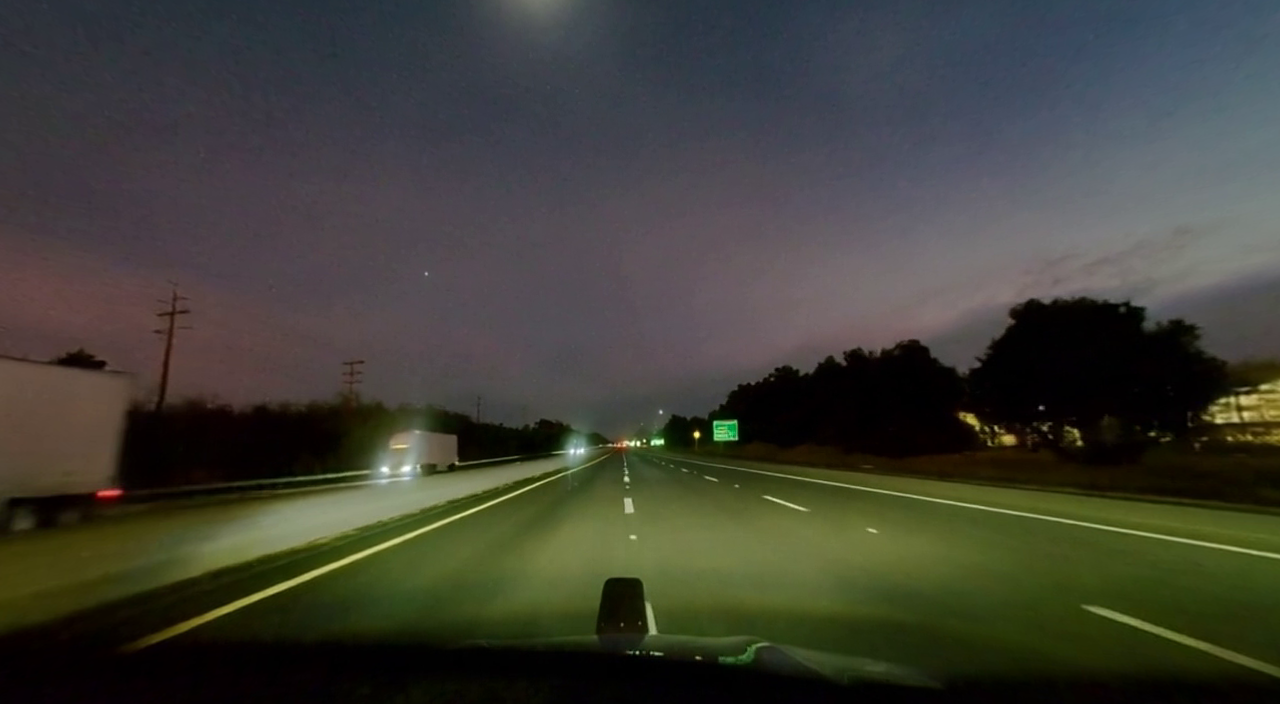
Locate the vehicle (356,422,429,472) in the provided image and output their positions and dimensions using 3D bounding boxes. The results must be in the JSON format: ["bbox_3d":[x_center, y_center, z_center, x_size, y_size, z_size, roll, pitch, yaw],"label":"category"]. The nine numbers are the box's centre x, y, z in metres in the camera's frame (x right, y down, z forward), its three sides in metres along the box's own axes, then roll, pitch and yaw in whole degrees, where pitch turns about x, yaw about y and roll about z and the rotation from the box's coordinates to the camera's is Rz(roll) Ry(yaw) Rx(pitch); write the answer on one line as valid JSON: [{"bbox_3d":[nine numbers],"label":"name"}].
[{"bbox_3d":[-19.268,7.496,49.516,3.076,3.601,6.720,0,-9,-2],"label":"vehicle"}]
